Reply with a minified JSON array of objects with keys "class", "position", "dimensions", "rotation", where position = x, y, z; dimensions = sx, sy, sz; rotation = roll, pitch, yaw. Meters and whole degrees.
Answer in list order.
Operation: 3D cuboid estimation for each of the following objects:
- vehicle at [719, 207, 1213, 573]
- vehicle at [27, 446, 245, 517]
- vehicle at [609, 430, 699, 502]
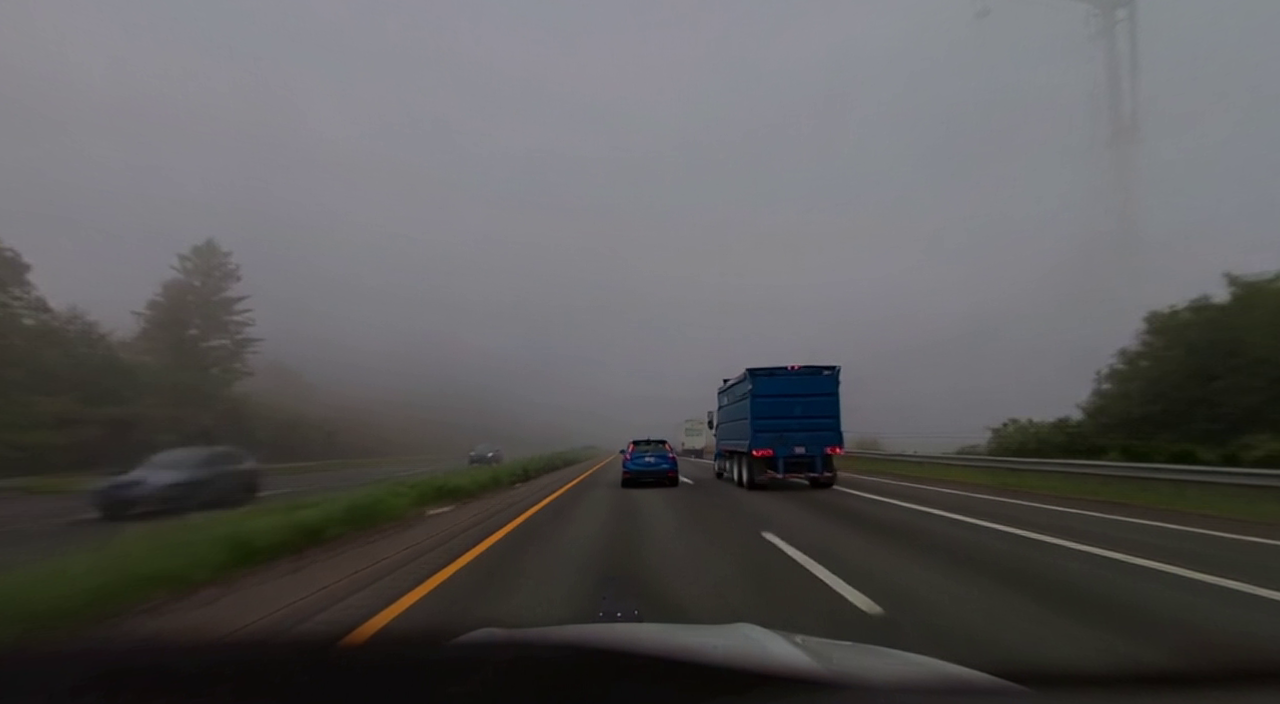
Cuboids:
[{"class":"vehicle","position":[4.534,1.331,14.508],"dimensions":[3.129,4.126,14.913],"rotation":[0,-8,-1]},{"class":"vehicle","position":[-12.653,3.211,16.278],"dimensions":[1.889,1.480,4.553],"rotation":[0,-8,0]},{"class":"vehicle","position":[0.298,2.891,16.524],"dimensions":[2.038,1.624,4.312],"rotation":[0,-8,0]}]
